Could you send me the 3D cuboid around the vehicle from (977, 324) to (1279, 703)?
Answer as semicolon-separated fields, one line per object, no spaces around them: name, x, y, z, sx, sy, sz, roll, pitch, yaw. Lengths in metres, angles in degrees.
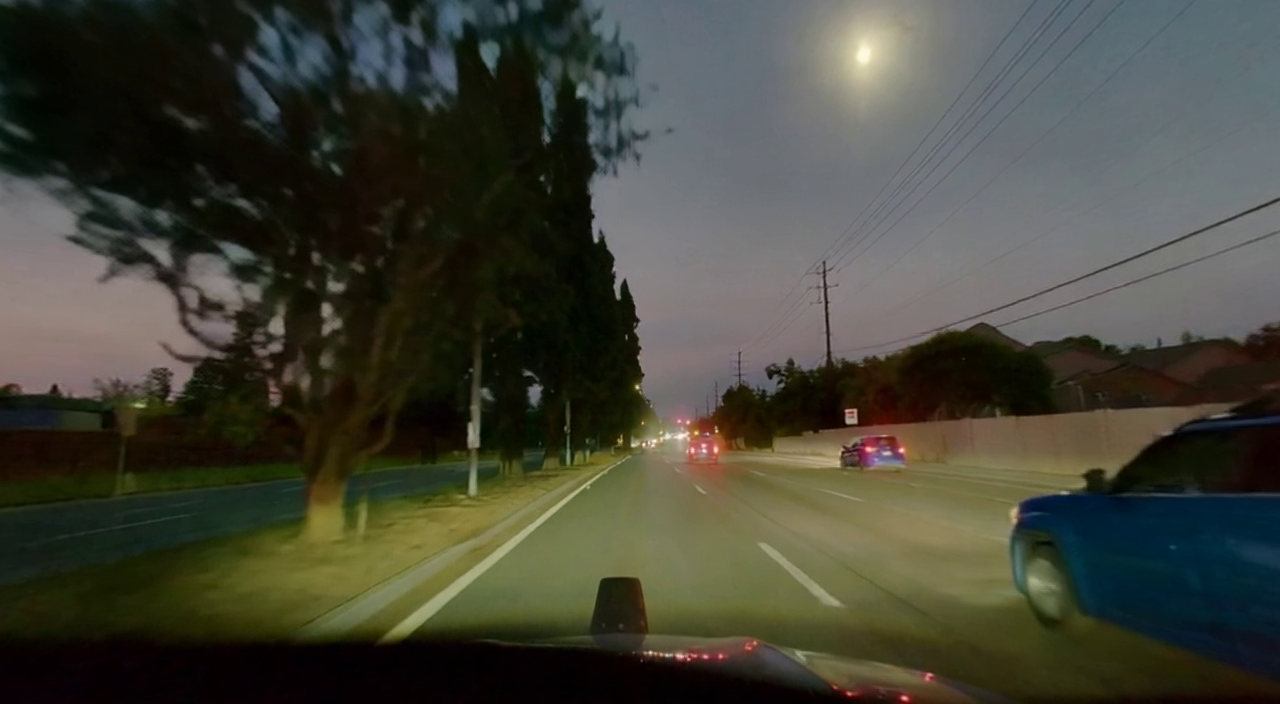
vehicle;3.626;0.757;2.376;2.176;1.752;4.628;0;-8;1

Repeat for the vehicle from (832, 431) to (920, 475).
vehicle;9.936;4.294;26.942;1.978;1.700;4.461;0;-8;0

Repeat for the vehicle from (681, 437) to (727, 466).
vehicle;3.489;5.508;34.952;2.063;1.481;4.247;0;-8;0
